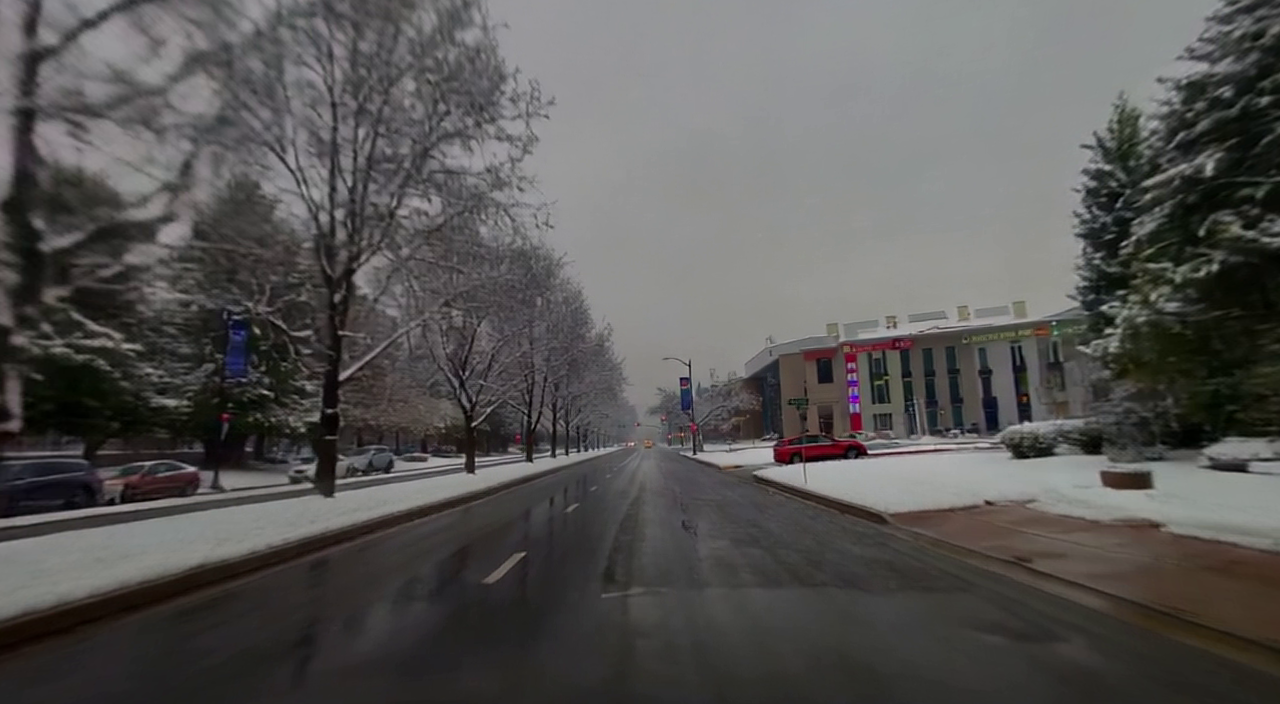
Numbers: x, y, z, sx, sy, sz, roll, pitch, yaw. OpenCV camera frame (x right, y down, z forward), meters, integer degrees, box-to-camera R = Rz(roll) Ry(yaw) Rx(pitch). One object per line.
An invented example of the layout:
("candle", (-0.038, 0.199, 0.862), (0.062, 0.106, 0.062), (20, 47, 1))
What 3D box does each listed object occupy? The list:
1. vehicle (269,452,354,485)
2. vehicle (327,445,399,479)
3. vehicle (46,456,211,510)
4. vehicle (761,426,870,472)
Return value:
("vehicle", (-17.308, 6.139, 33.386), (1.873, 1.544, 4.794), (0, -8, 1))
("vehicle", (-17.127, 6.774, 39.123), (2.301, 1.821, 4.731), (-4, -8, 1))
("vehicle", (-17.480, 4.455, 21.811), (2.020, 1.471, 4.419), (-3, -9, 0))
("vehicle", (8.879, 4.965, 32.132), (4.716, 1.672, 2.330), (-7, -8, -1))
